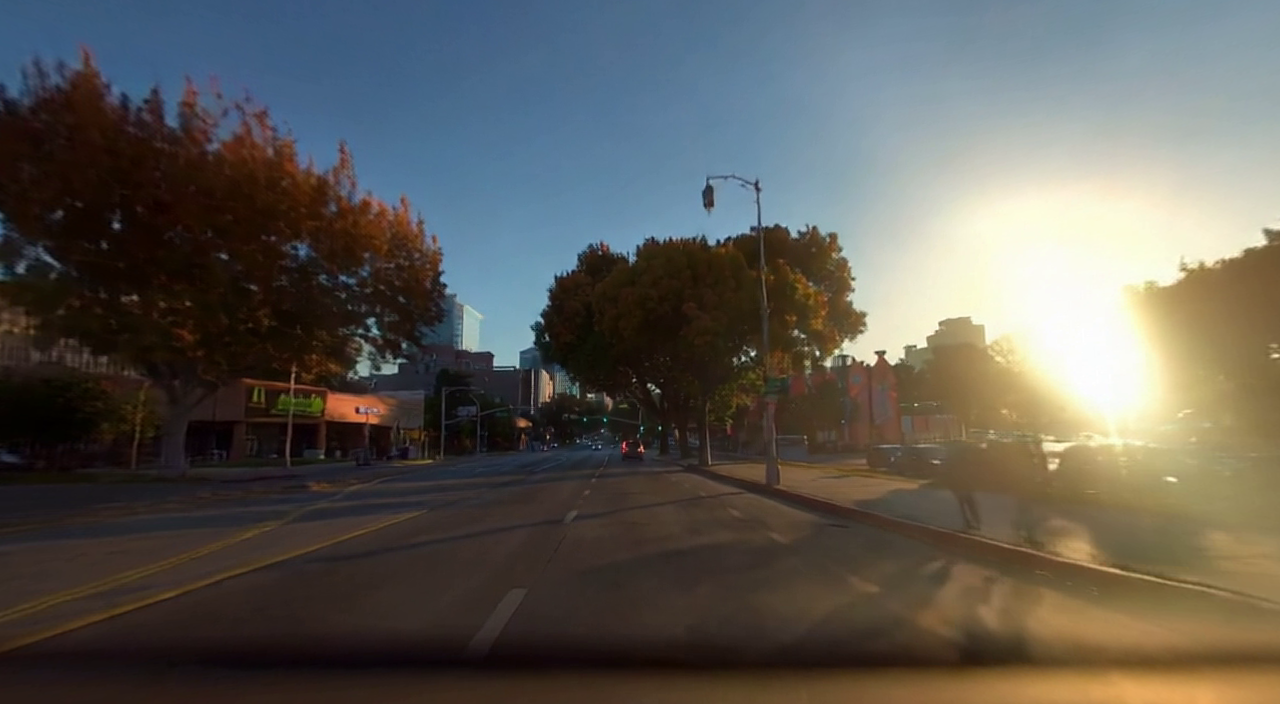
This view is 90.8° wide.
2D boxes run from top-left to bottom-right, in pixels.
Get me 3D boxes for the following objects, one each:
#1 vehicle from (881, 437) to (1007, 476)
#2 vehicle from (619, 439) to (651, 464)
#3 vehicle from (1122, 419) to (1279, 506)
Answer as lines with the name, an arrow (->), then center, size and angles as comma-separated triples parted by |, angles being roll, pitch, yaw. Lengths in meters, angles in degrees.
vehicle -> 12.995, 4.470, 27.221 | 4.395, 1.497, 1.975 | 1, -7, 0
vehicle -> -0.391, 7.136, 45.512 | 2.230, 1.683, 4.204 | 0, -8, -2
vehicle -> 13.442, 2.272, 13.264 | 4.769, 1.636, 2.281 | 0, -8, -2
